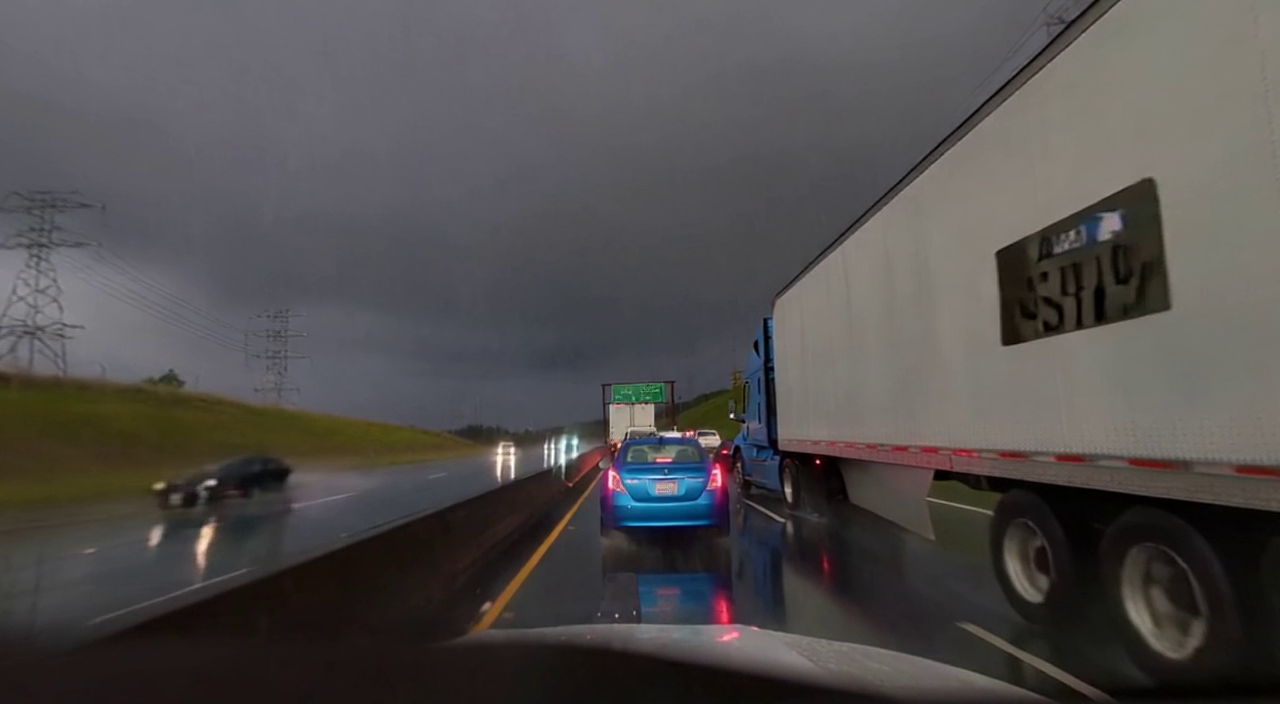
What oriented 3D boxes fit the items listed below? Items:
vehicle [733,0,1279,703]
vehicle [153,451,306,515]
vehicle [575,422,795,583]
[{"bbox_3d":[4.204,0.494,8.868,3.138,4.065,14.276,0,-8,-2],"label":"vehicle"},{"bbox_3d":[-11.688,3.704,18.285,1.856,1.559,3.844,-1,-8,0],"label":"vehicle"},{"bbox_3d":[0.341,1.651,7.700,2.045,1.446,3.597,0,-8,-2],"label":"vehicle"}]
